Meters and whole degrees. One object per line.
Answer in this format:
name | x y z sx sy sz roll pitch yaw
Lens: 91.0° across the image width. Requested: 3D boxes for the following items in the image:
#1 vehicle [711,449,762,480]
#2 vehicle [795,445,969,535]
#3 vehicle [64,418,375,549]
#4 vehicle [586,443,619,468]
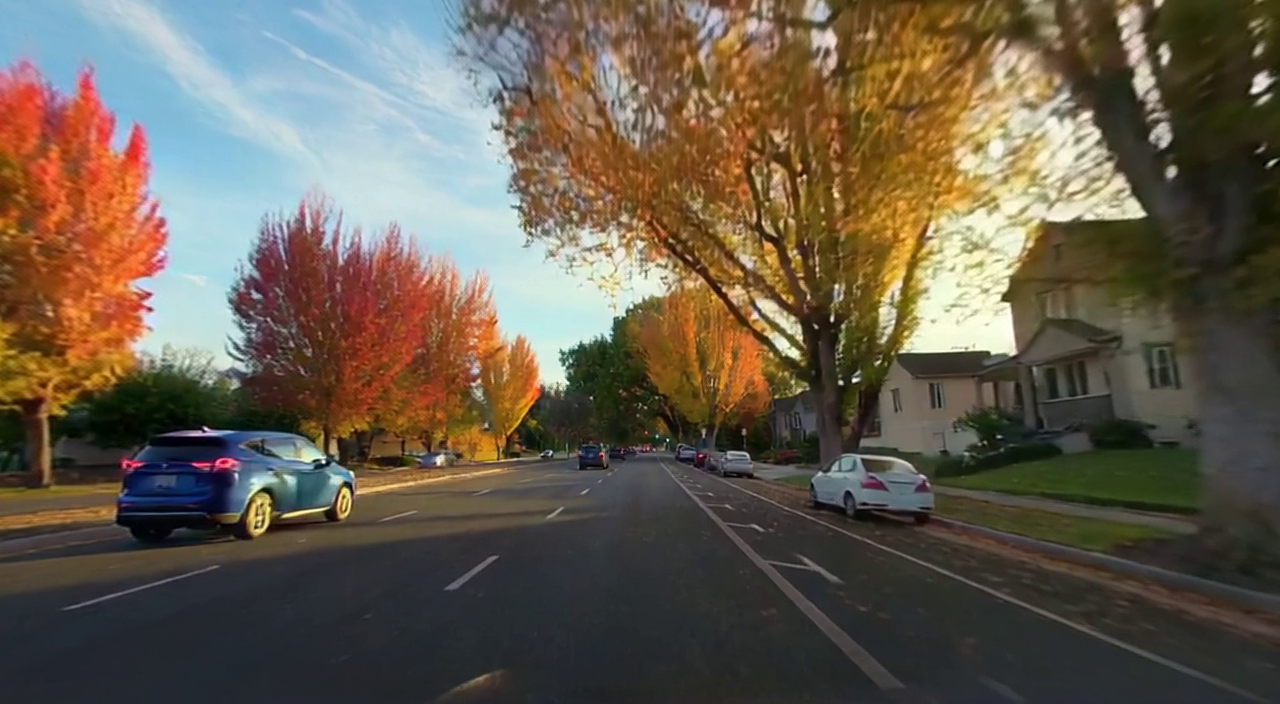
vehicle | 5.021 5.921 33.382 1.952 1.505 4.713 0 -9 0
vehicle | 4.645 2.688 12.875 1.939 1.504 4.189 0 -9 1
vehicle | -6.547 2.101 10.664 2.034 1.711 4.512 0 -9 1
vehicle | -2.911 8.140 49.503 2.228 1.796 4.491 0 -9 1
